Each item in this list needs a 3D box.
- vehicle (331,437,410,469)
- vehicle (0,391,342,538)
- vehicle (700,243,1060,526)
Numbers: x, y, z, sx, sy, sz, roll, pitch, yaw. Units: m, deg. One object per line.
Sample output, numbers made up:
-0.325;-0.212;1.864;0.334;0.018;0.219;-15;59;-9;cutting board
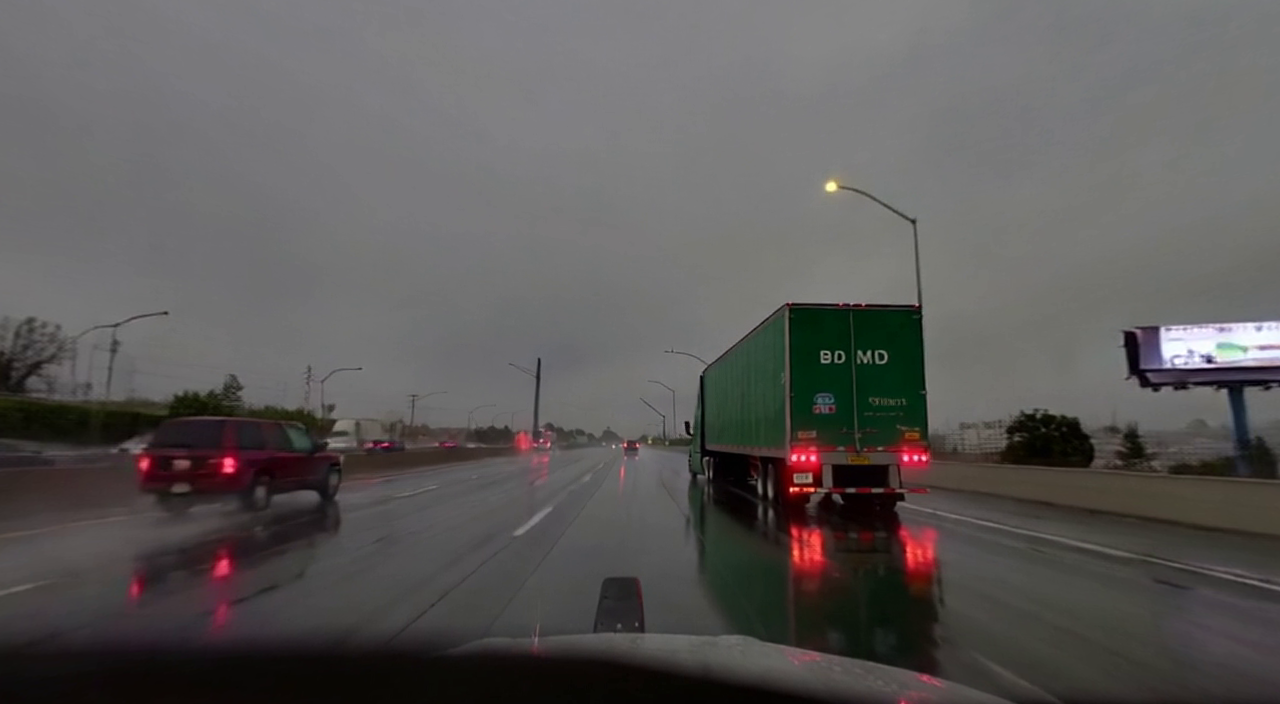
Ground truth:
-14.630;5.513;34.683;1.970;1.618;5.364;0;-8;0;vehicle
-7.439;1.832;10.826;2.100;1.905;5.119;0;-8;0;vehicle
3.995;1.493;16.267;2.891;3.944;15.051;0;-8;-2;vehicle
